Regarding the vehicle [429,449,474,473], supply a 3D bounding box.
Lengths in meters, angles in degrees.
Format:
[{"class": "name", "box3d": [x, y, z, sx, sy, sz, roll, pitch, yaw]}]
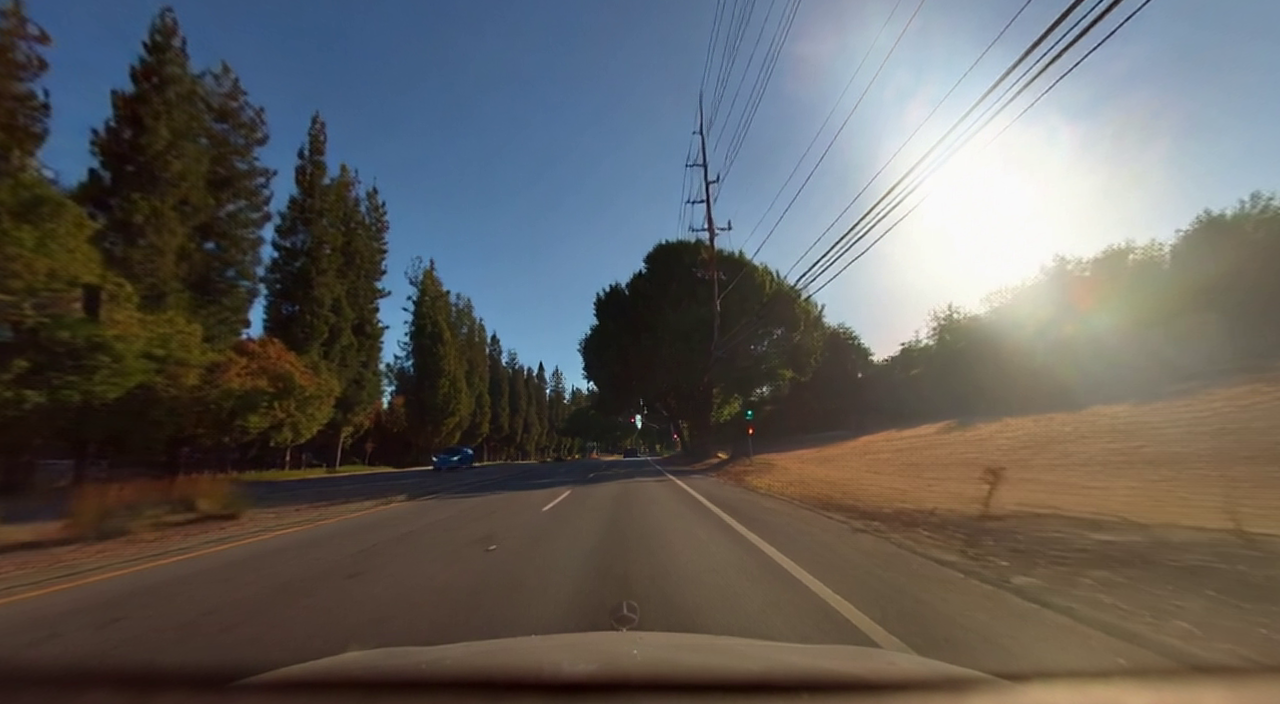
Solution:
[{"class": "vehicle", "box3d": [-14.480, 8.379, 48.711, 2.037, 1.712, 4.576, 0, -9, 0]}]
